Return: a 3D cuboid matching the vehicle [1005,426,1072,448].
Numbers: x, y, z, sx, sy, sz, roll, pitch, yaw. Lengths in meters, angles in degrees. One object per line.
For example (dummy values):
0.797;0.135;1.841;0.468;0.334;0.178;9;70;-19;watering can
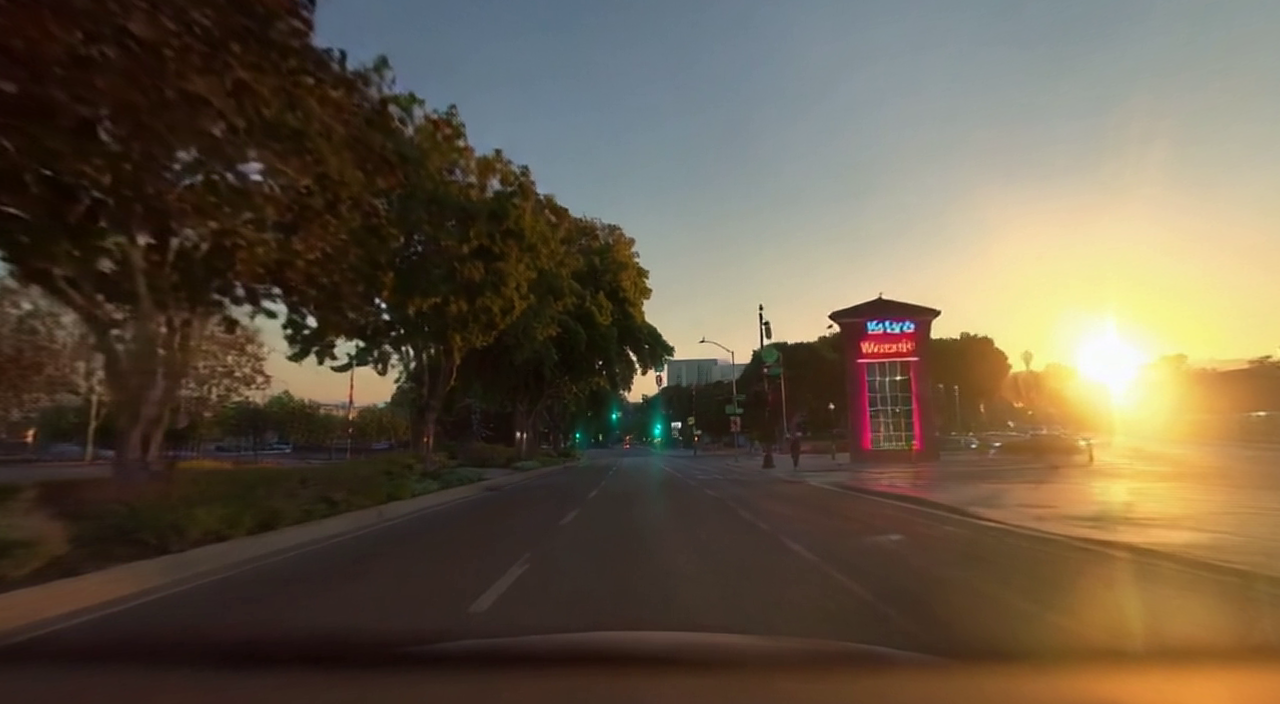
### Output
31.578;6.737;49.945;4.051;1.611;1.944;1;-8;-2;vehicle
